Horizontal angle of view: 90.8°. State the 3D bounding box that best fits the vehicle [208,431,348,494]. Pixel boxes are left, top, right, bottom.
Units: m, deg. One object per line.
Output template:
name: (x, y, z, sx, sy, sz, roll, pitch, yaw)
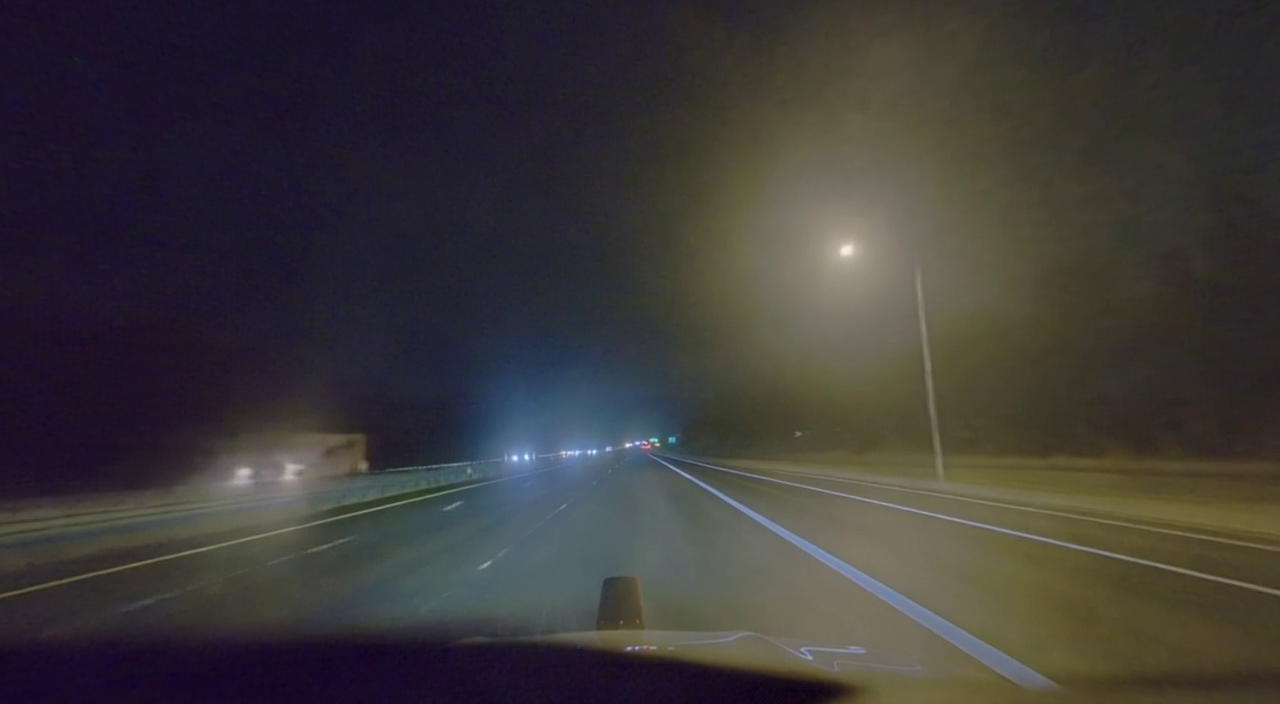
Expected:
vehicle: (-16.162, 4.971, 28.811, 2.394, 2.507, 6.679, 0, -9, 0)
